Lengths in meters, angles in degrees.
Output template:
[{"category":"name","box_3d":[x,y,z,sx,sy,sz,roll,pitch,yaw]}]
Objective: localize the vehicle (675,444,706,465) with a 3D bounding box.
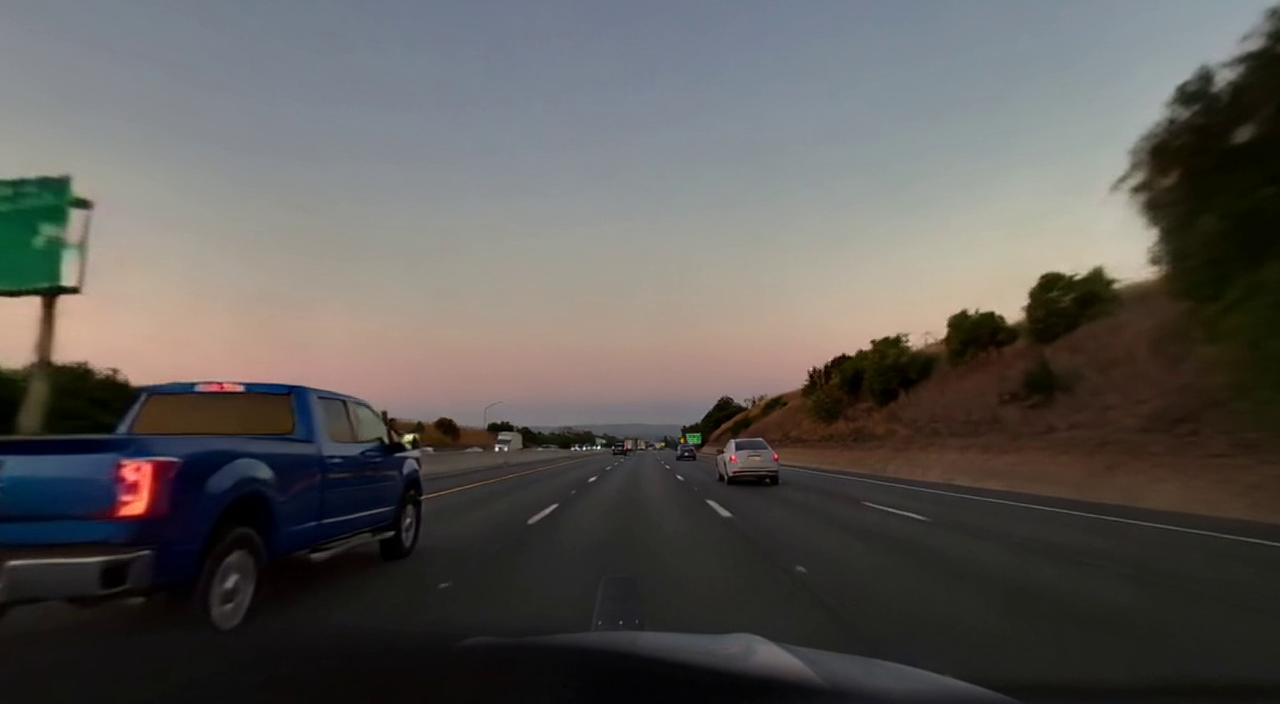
[{"category":"vehicle","box_3d":[3.883,7.971,49.118,2.047,1.501,4.237,0,-9,0]}]

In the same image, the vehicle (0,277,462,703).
[{"category":"vehicle","box_3d":[-3.897,1.174,6.192,2.496,2.203,6.317,0,-9,-1]}]

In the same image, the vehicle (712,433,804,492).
[{"category":"vehicle","box_3d":[3.591,3.458,20.034,2.095,1.668,4.135,0,-9,0]}]
